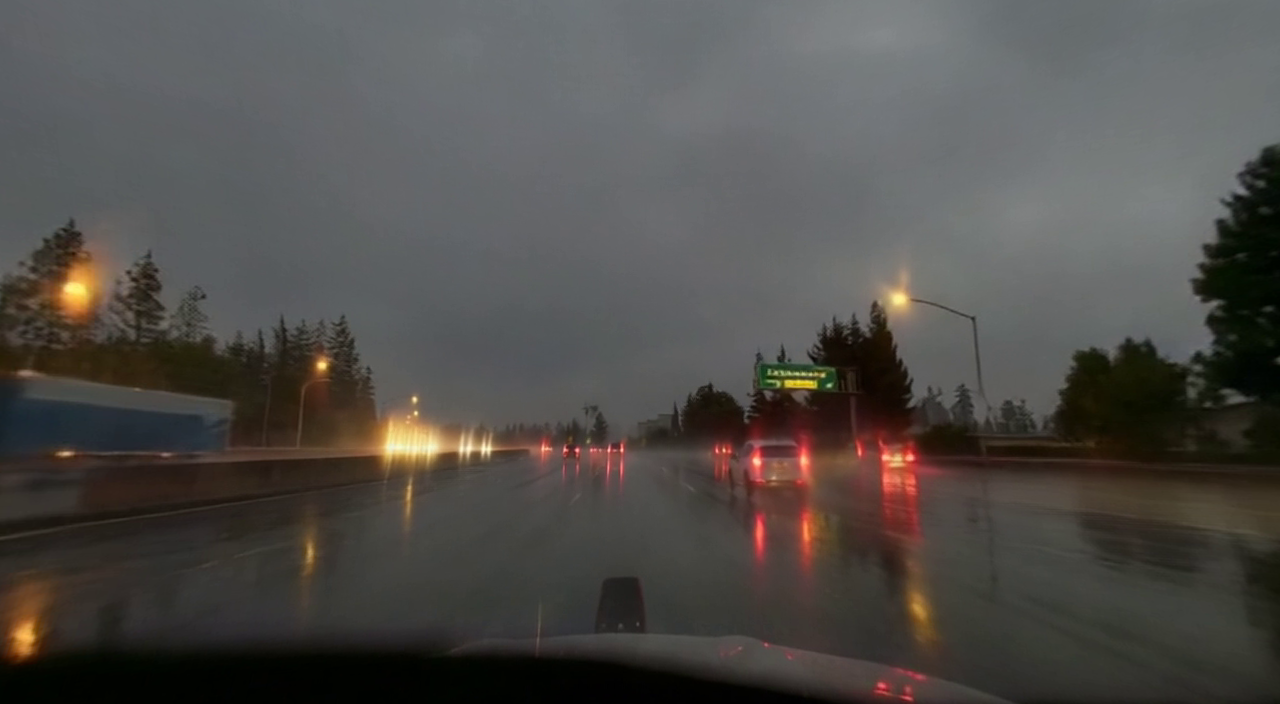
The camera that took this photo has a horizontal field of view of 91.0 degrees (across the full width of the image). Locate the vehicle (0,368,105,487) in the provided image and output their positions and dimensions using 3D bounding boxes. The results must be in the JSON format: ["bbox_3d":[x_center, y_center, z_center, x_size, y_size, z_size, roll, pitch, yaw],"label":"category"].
[{"bbox_3d":[-23.862,2.813,23.103,2.931,4.092,6.128,1,-9,-3],"label":"vehicle"}]

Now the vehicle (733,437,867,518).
[{"bbox_3d":[3.429,2.766,14.315,1.975,1.562,3.823,0,-9,-1],"label":"vehicle"}]

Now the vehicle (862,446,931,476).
[{"bbox_3d":[13.415,5.709,33.284,1.878,1.486,4.636,0,-9,2],"label":"vehicle"}]
